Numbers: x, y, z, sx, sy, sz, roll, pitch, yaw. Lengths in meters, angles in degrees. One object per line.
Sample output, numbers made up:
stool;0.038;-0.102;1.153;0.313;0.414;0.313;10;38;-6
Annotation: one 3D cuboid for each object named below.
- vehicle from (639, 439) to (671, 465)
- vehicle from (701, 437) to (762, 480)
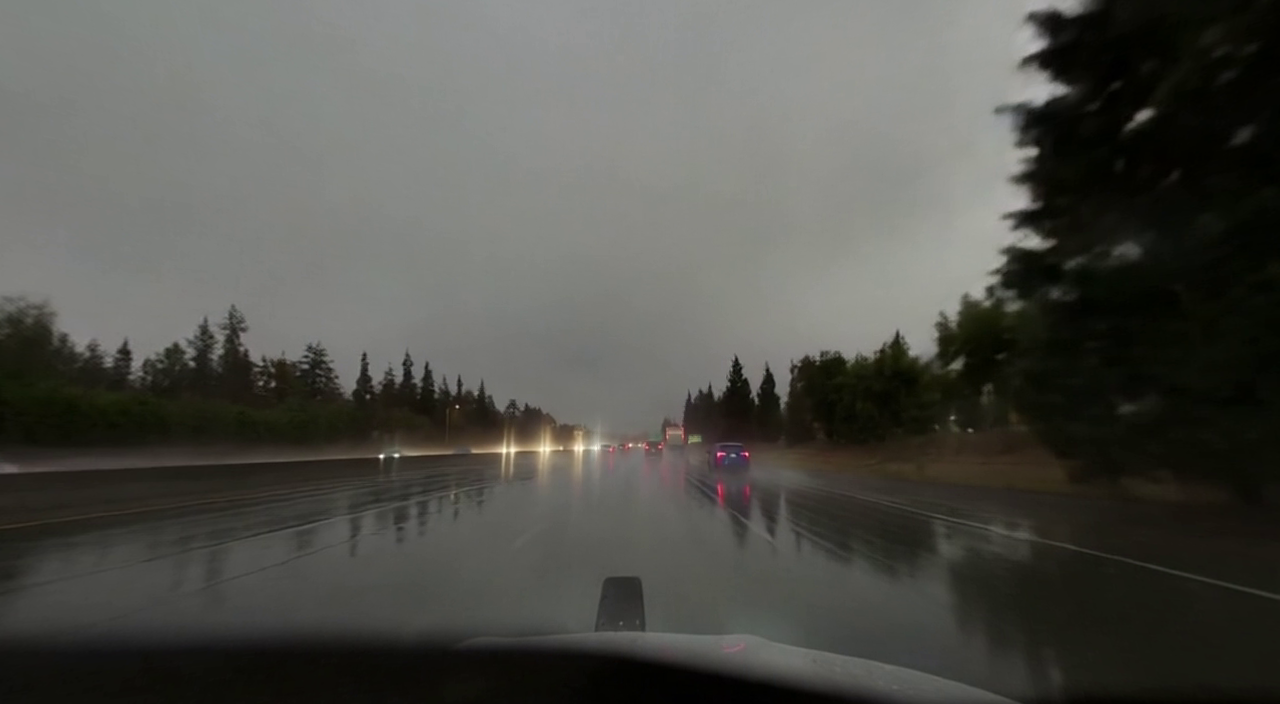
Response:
vehicle;1.060;7.355;46.344;2.205;1.785;4.423;1;-8;0
vehicle;3.955;4.661;27.906;2.082;1.720;4.393;0;-8;0
